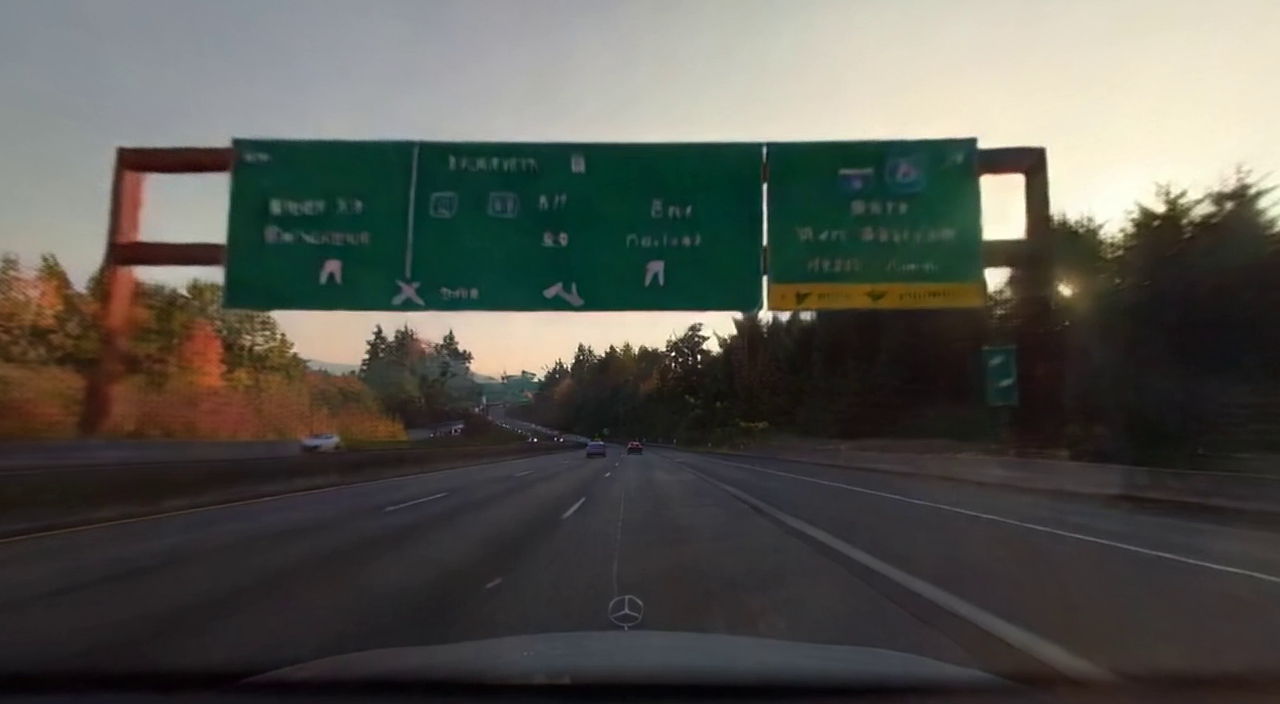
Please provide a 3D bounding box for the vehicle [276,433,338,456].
[{"bbox_3d":[-22.403,6.226,42.559,1.789,1.465,4.402,0,-8,0],"label":"vehicle"}]
